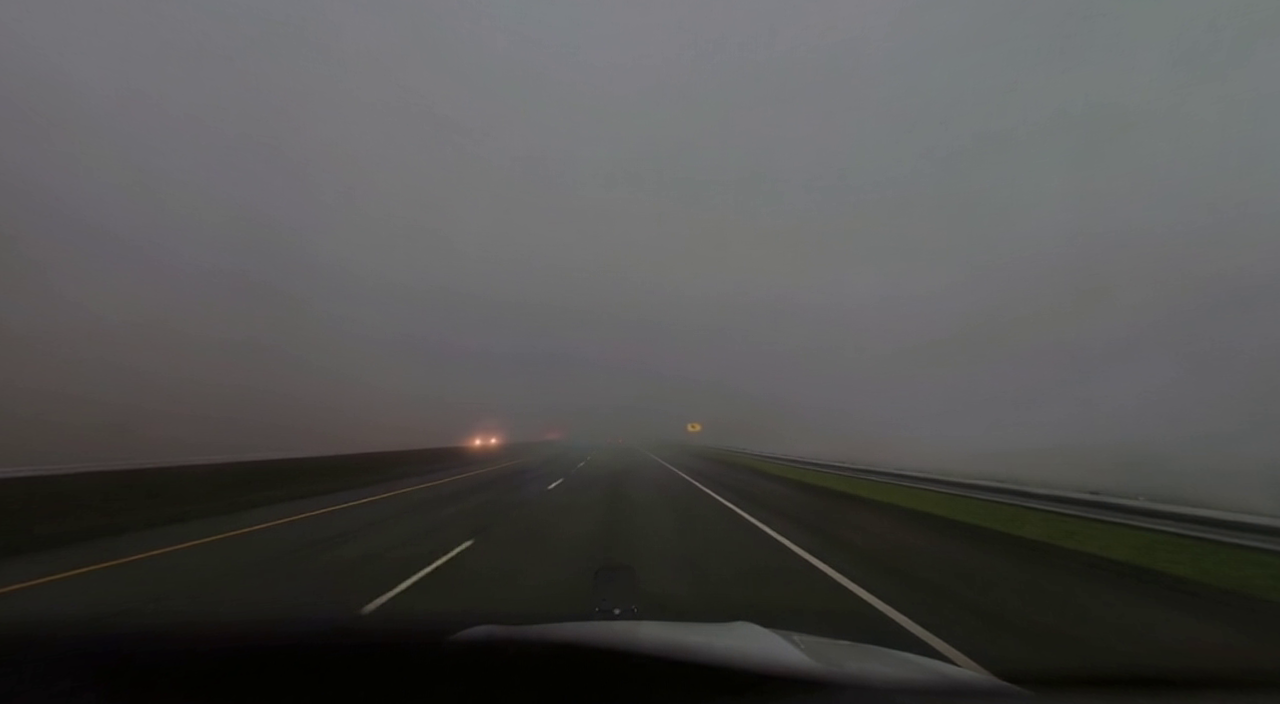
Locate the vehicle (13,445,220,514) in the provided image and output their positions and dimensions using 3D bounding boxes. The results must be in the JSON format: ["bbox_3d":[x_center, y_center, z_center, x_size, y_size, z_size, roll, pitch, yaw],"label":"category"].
[{"bbox_3d":[-13.138,3.161,16.242,1.912,1.471,4.024,0,-8,-1],"label":"vehicle"}]
